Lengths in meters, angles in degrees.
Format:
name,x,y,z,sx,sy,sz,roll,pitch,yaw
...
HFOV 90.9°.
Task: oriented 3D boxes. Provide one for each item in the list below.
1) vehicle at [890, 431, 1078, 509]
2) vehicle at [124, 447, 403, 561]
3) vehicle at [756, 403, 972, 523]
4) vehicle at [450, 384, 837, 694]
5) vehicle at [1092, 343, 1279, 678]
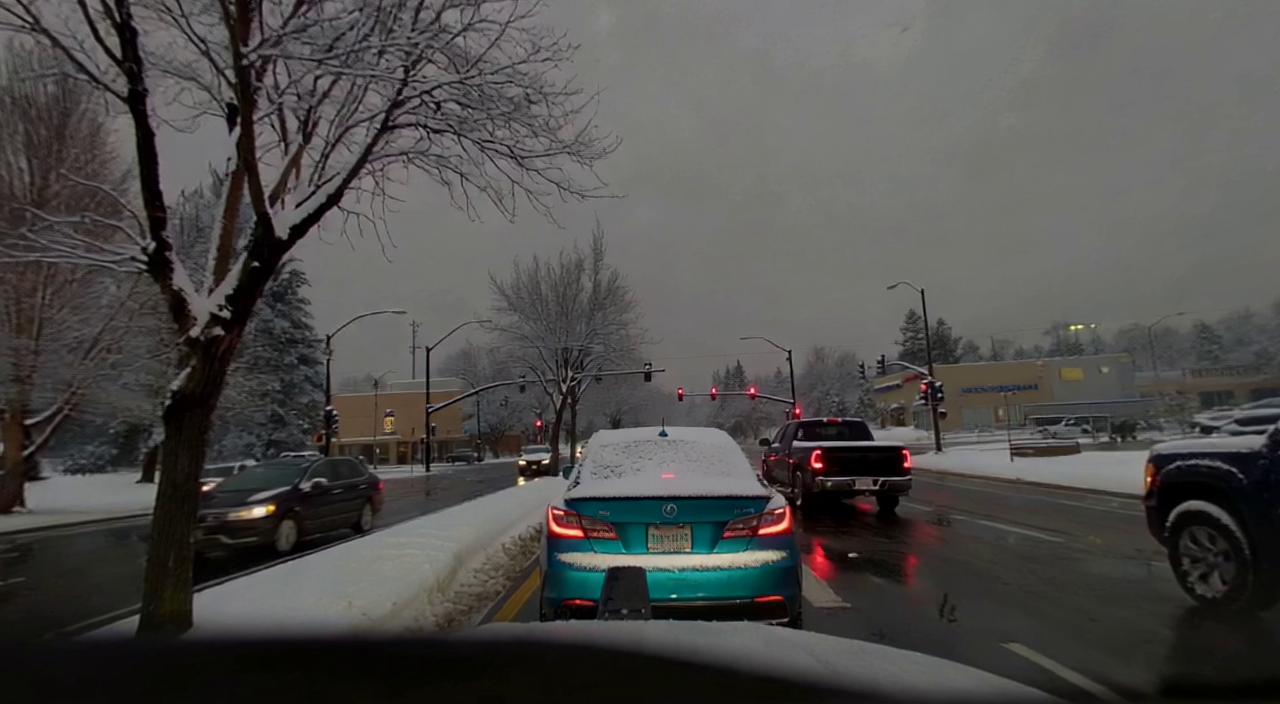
name,x,y,z,sx,sy,sz,roll,pitch,yaw
vehicle,7.590,2.617,14.530,1.856,1.487,4.454,-1,-8,1
vehicle,-6.026,2.423,10.959,2.005,1.503,4.559,-1,-8,1
vehicle,4.169,2.213,13.117,2.319,1.930,5.651,0,-8,-1
vehicle,-0.014,1.310,5.522,2.116,1.677,3.948,0,-8,-1
vehicle,4.462,0.716,2.453,2.019,1.803,4.634,-1,-8,2
